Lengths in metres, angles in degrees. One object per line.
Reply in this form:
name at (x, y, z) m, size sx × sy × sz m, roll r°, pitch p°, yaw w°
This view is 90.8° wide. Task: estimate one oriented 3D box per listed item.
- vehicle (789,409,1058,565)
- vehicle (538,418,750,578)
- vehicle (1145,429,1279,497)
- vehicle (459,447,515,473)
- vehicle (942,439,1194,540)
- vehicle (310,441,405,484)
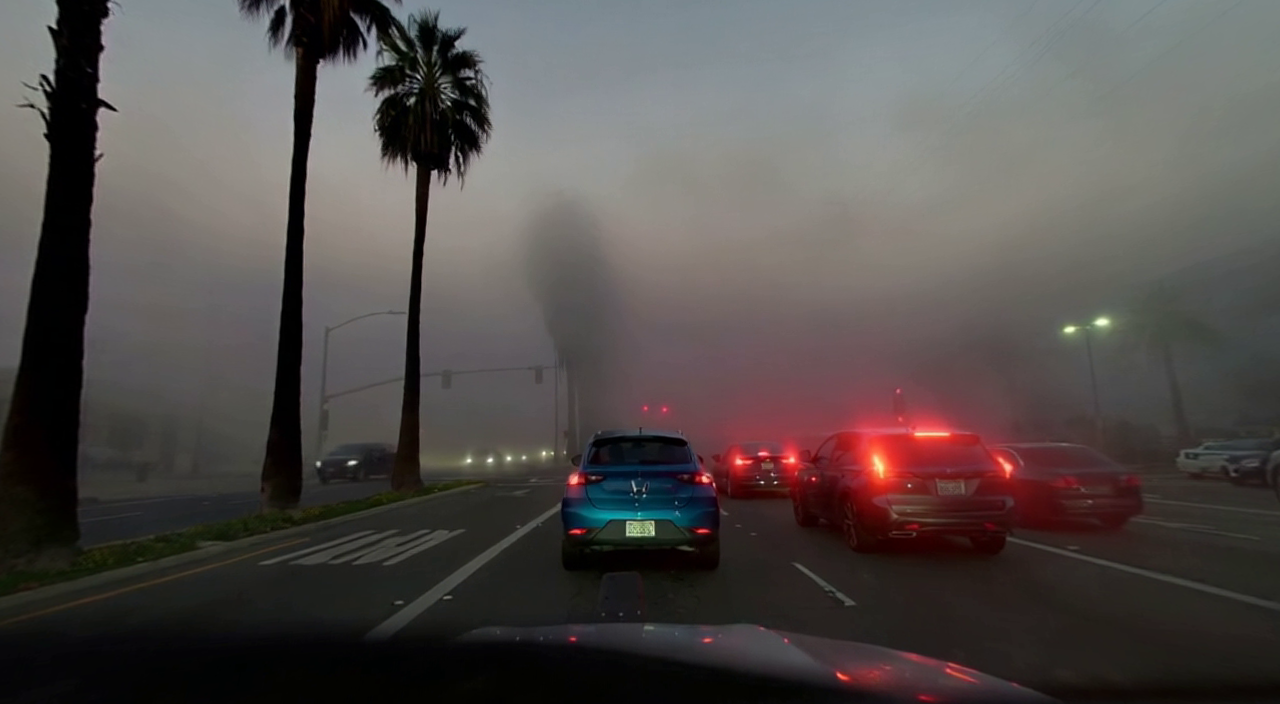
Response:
vehicle at (3.661, 1.827, 9.195) m, size 1.947 × 1.725 × 4.159 m, roll 0°, pitch -9°, yaw 0°
vehicle at (0.032, 1.751, 8.323) m, size 2.083 × 1.572 × 4.021 m, roll 0°, pitch -9°, yaw 0°
vehicle at (18.059, 3.217, 18.435) m, size 4.786 × 1.848 × 2.107 m, roll 0°, pitch -9°, yaw -1°
vehicle at (-9.185, 6.483, 38.295) m, size 2.168 × 1.462 × 4.505 m, roll 0°, pitch -9°, yaw 1°
vehicle at (7.381, 2.368, 11.509) m, size 1.832 × 1.477 × 3.981 m, roll 0°, pitch -9°, yaw 1°
vehicle at (-12.562, 4.930, 28.480) m, size 2.180 × 1.776 × 4.521 m, roll 0°, pitch -9°, yaw 0°
